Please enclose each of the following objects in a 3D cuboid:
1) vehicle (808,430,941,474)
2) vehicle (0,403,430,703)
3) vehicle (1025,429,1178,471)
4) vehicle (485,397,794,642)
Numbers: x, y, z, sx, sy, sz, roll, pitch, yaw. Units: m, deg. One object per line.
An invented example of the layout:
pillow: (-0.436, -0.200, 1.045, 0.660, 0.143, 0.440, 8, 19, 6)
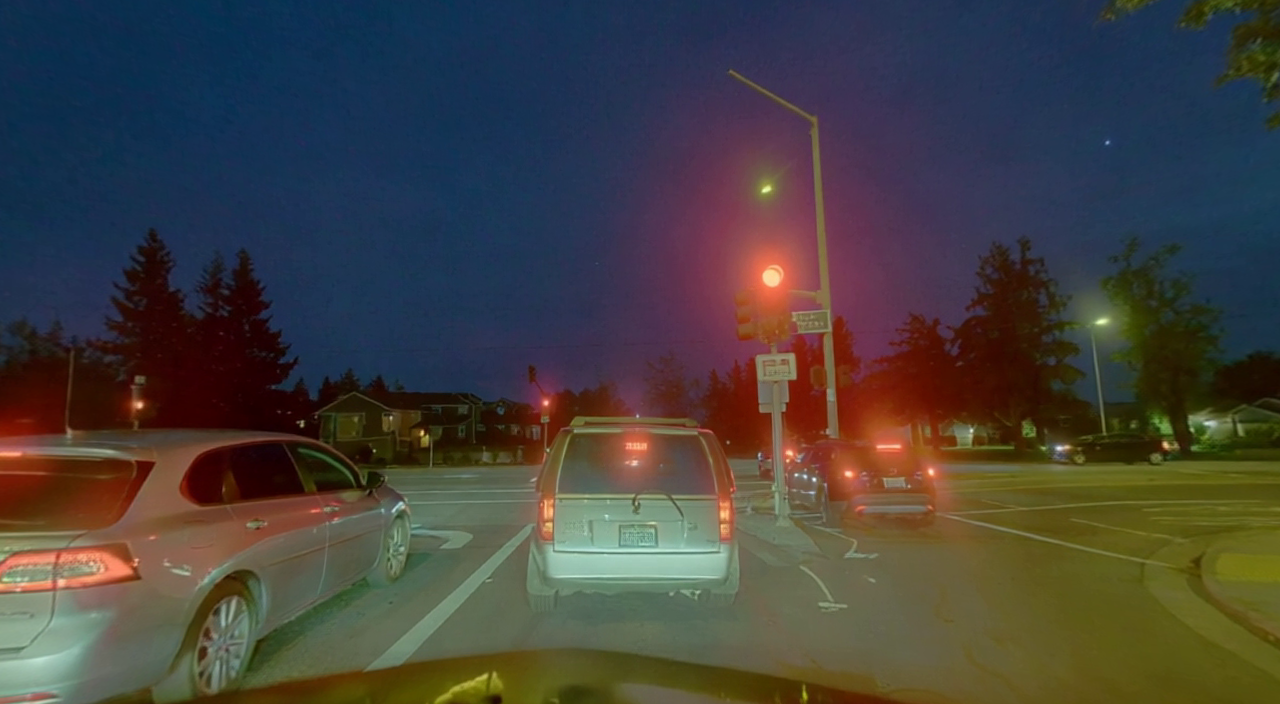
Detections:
vehicle: (9.917, 4.284, 27.100, 4.887, 1.769, 2.035, -1, -9, 6)
vehicle: (-3.297, 1.275, 4.713, 2.035, 1.492, 4.415, 0, -9, -2)
vehicle: (18.931, 4.040, 26.120, 4.670, 1.616, 1.926, -1, -9, 6)
vehicle: (-0.149, 1.471, 6.563, 2.154, 1.670, 4.140, 1, -9, -5)
